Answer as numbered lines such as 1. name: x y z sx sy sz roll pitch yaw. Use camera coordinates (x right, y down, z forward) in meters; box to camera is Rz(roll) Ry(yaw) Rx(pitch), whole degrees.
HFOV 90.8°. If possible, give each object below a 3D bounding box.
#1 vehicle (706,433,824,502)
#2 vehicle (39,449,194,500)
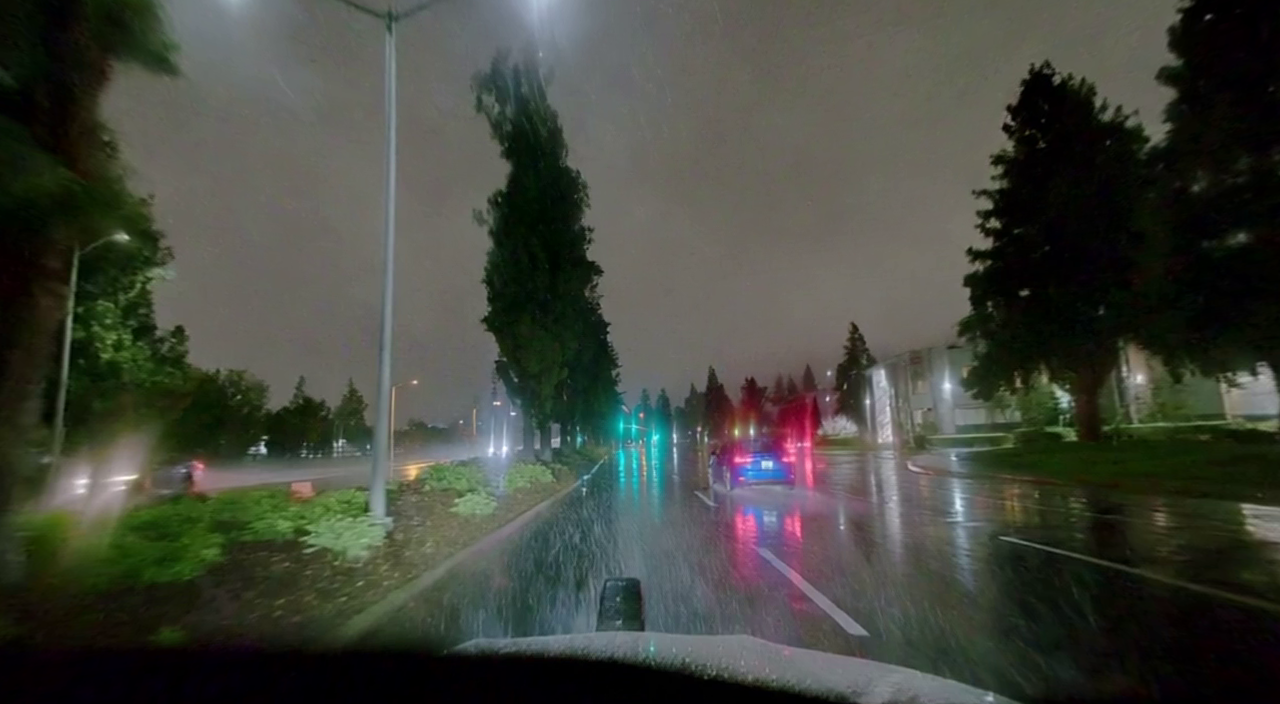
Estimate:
1. vehicle: 2.928 2.809 15.816 1.950 1.473 4.259 0 -8 -2
2. vehicle: -20.665 4.826 25.303 2.016 1.778 4.804 0 -8 0
